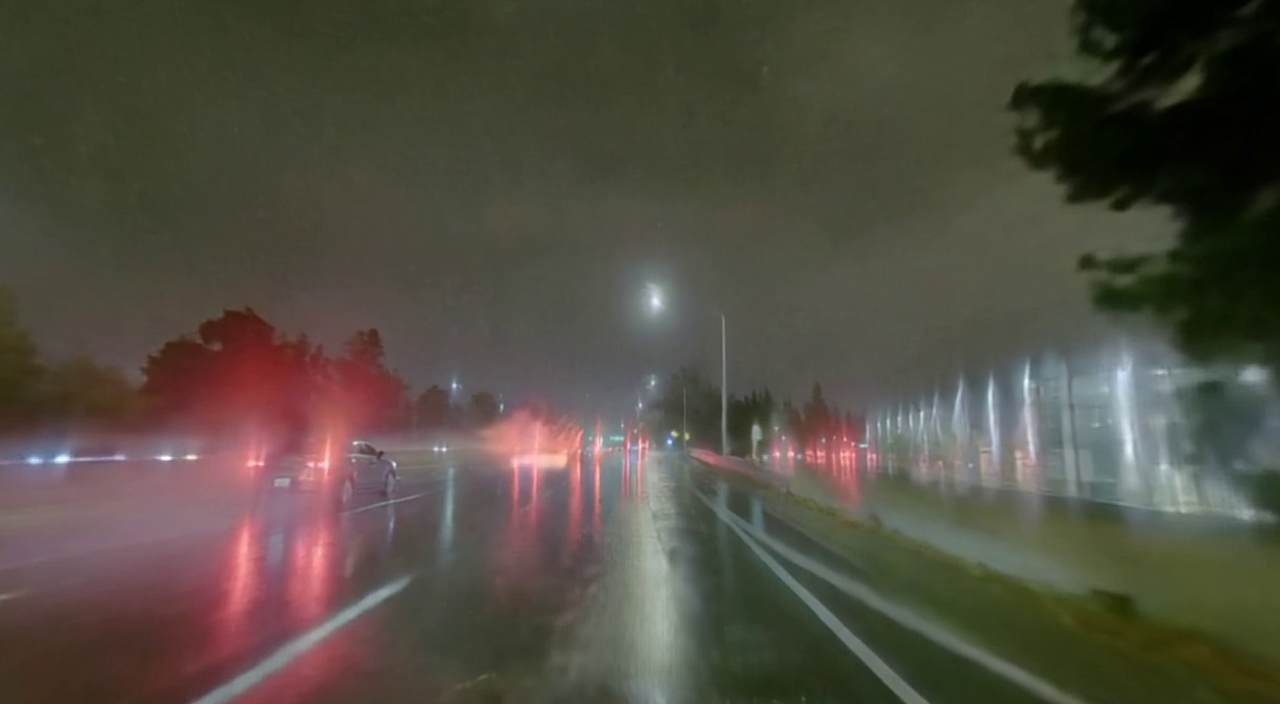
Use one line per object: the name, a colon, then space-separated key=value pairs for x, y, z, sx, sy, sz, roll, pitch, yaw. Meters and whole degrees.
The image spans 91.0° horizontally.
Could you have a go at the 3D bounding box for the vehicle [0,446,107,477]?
vehicle: x=-31.333 y=5.804 z=33.598 sx=1.871 sy=1.509 sz=4.388 roll=0 pitch=-8 yaw=1

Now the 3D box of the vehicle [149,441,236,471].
vehicle: x=-27.123 y=6.290 z=38.361 sx=1.929 sy=1.714 sz=4.511 roll=0 pitch=-8 yaw=1

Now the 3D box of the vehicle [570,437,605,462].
vehicle: x=-3.849 y=7.270 z=47.074 sx=2.158 sy=1.717 sz=4.375 roll=0 pitch=-8 yaw=1

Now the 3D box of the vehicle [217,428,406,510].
vehicle: x=-7.584 y=2.732 z=15.223 sx=2.071 sy=1.661 sz=4.540 roll=0 pitch=-8 yaw=1
